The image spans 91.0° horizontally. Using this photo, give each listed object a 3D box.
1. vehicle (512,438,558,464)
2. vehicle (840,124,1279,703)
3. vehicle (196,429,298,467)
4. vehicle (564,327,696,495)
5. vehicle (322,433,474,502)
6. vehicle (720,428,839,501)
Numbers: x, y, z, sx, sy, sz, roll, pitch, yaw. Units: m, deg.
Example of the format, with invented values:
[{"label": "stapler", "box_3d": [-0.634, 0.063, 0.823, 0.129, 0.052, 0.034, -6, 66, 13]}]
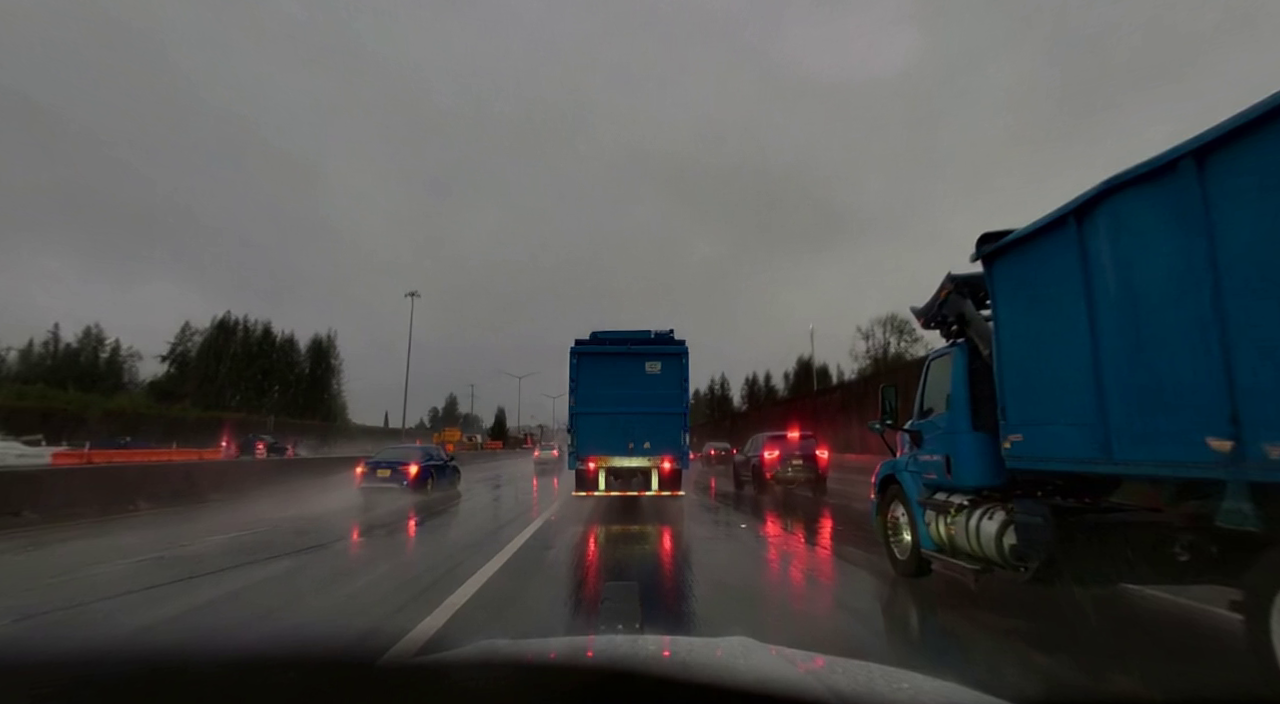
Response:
[{"label": "vehicle", "box_3d": [-6.323, 6.014, 38.332, 1.994, 1.481, 4.660, 0, -9, 0]}, {"label": "vehicle", "box_3d": [3.826, 0.426, 1.804, 2.943, 2.634, 10.135, 1, -9, -2]}, {"label": "vehicle", "box_3d": [-22.041, 5.391, 35.370, 4.632, 1.852, 2.033, 0, -8, 15]}, {"label": "vehicle", "box_3d": [-0.421, 2.129, 19.940, 3.067, 3.940, 10.154, 1, -9, -2]}, {"label": "vehicle", "box_3d": [-5.872, 2.856, 16.020, 2.014, 1.477, 4.595, 0, -9, 1]}, {"label": "vehicle", "box_3d": [3.552, 2.972, 16.966, 2.103, 1.713, 4.173, 1, -9, -2]}]
